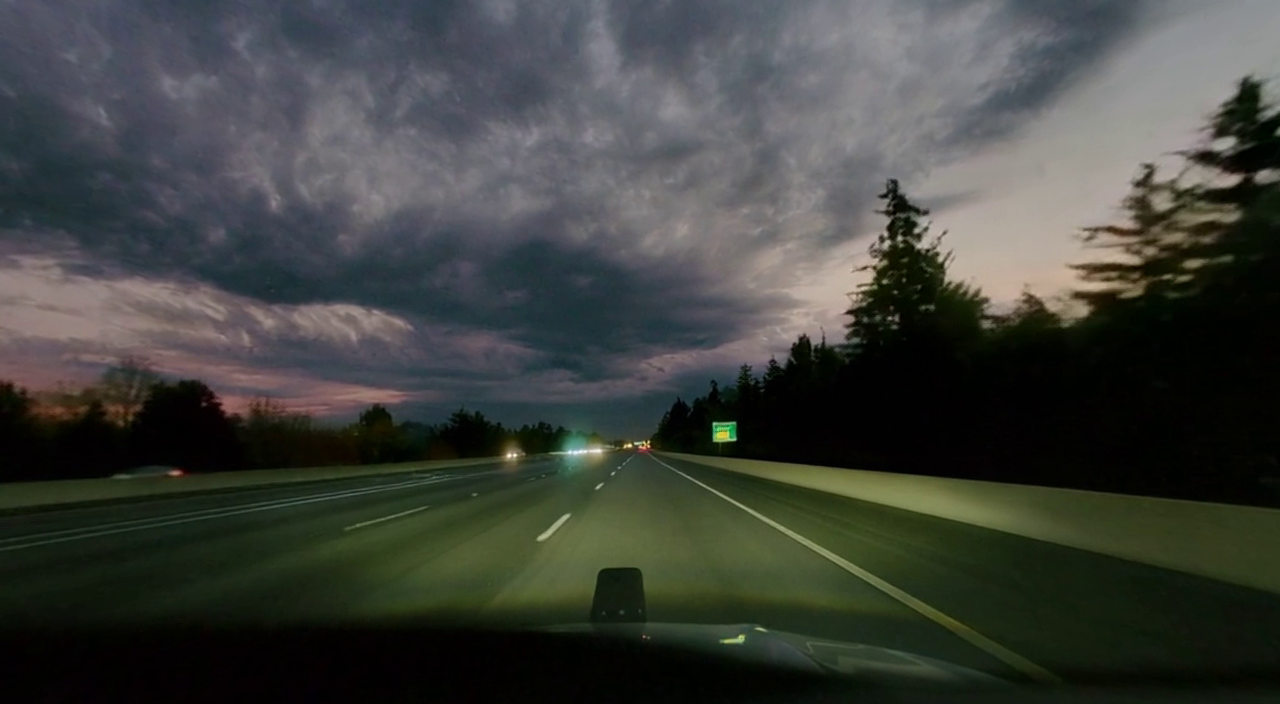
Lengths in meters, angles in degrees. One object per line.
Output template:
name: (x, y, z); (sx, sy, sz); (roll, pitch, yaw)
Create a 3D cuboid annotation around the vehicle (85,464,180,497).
vehicle: (-24.219, 6.119, 30.269); (1.570, 1.374, 3.496); (0, -9, 0)
